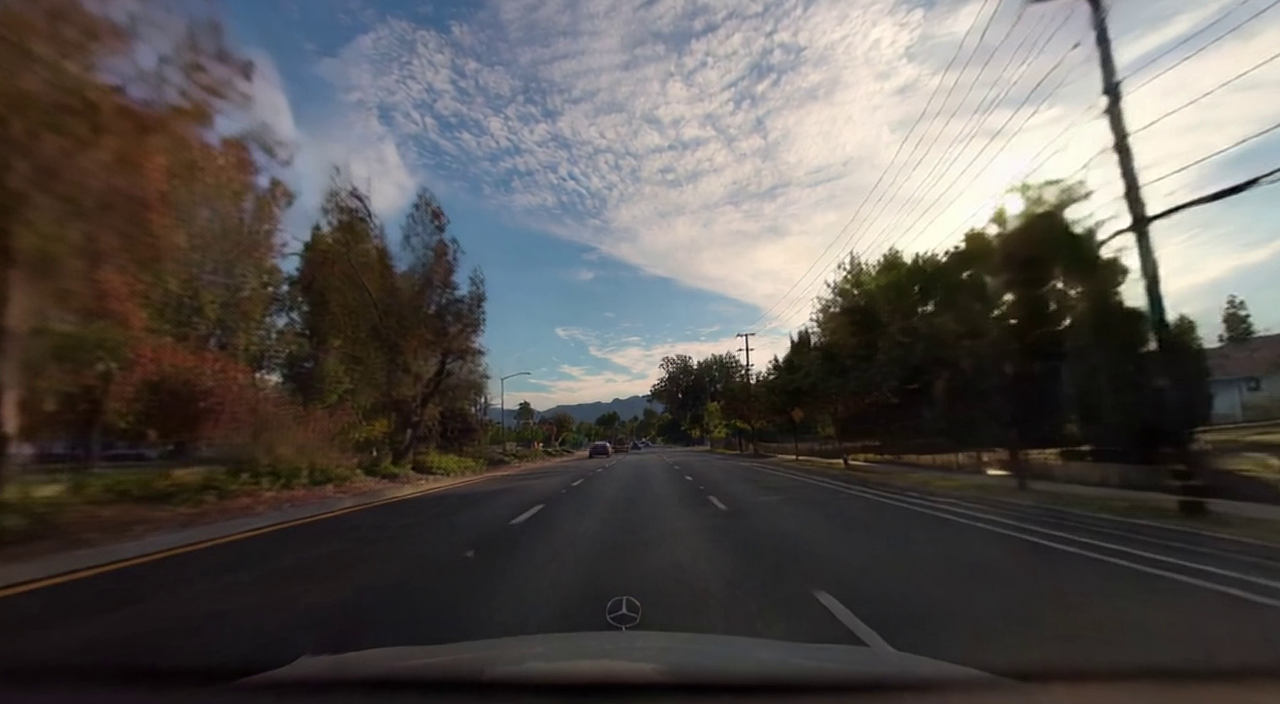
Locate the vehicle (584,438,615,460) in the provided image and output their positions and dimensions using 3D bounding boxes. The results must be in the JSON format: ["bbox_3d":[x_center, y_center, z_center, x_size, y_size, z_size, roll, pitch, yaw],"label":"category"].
[{"bbox_3d":[-2.972,7.174,46.847,2.007,1.514,4.049,0,-8,1],"label":"vehicle"}]
